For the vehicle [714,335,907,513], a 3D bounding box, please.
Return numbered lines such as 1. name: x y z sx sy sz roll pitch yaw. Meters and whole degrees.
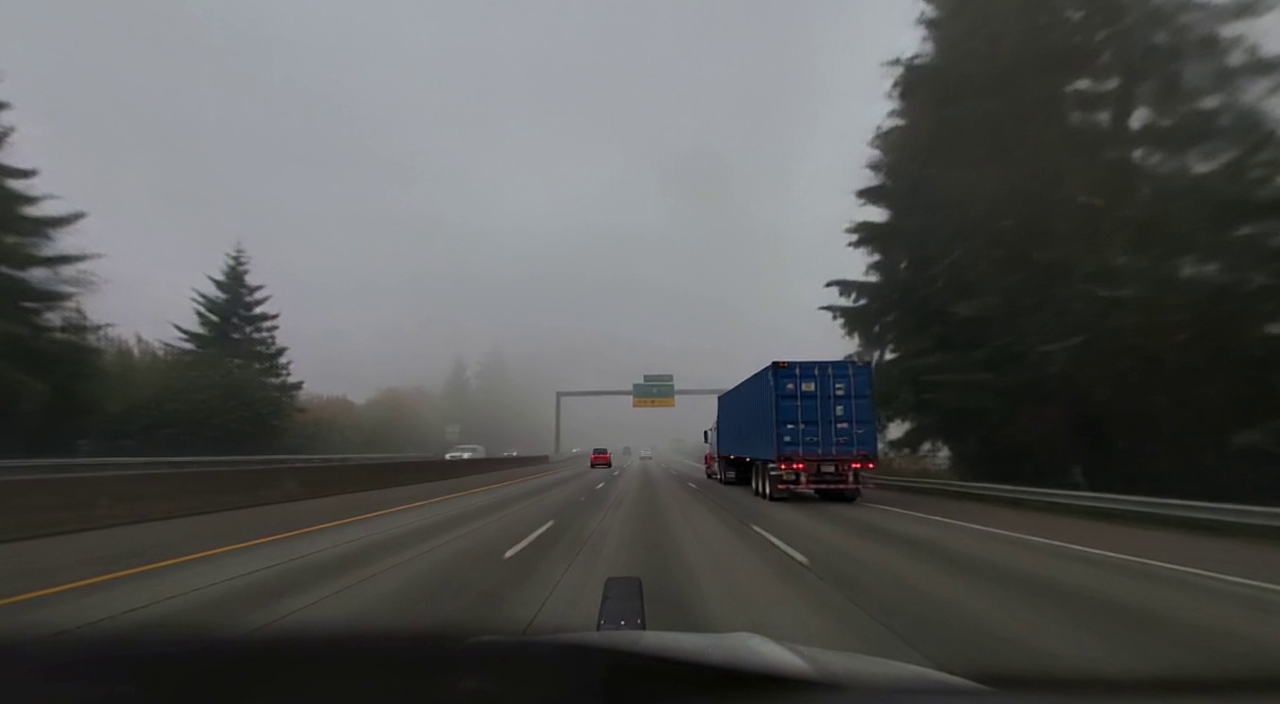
1. vehicle: 4.595 2.612 20.799 2.821 4.046 12.876 0 -9 0
